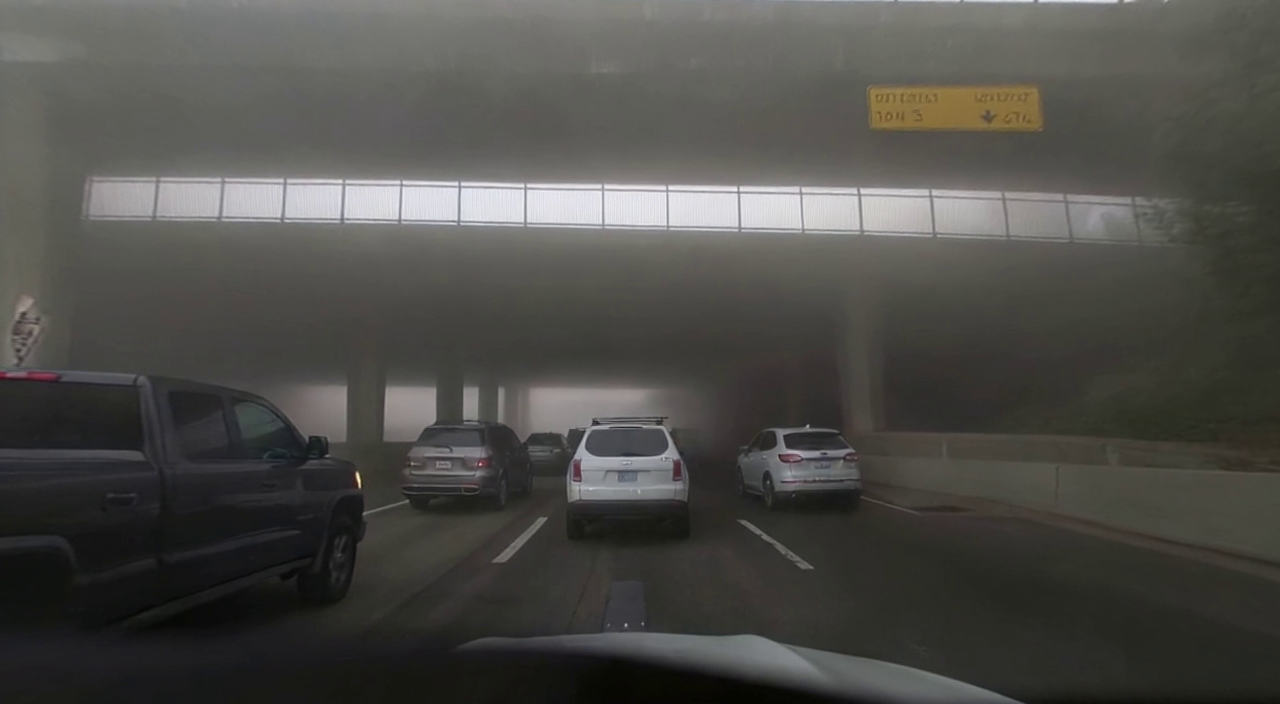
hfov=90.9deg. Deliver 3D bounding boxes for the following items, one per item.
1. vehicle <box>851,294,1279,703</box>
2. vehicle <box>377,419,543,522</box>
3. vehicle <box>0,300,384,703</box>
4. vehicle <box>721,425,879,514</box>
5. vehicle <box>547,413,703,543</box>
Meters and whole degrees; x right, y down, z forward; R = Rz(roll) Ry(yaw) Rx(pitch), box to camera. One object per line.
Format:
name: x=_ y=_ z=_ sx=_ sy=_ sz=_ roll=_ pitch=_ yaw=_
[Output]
vehicle: x=3.686 y=1.076 z=4.966 sx=2.401 sy=1.968 sz=4.841 roll=0 pitch=-8 yaw=1
vehicle: x=-3.346 y=2.294 z=12.693 sx=2.127 sy=1.720 sz=4.064 roll=0 pitch=-8 yaw=0
vehicle: x=-3.404 y=0.877 z=3.373 sx=2.074 sy=1.814 sz=4.596 roll=0 pitch=-8 yaw=1
vehicle: x=3.463 y=2.681 z=14.976 sx=2.234 sy=1.720 sz=5.378 roll=0 pitch=-8 yaw=-1
vehicle: x=-0.246 y=1.988 z=10.488 sx=2.097 sy=1.748 sz=3.794 roll=0 pitch=-8 yaw=-1
